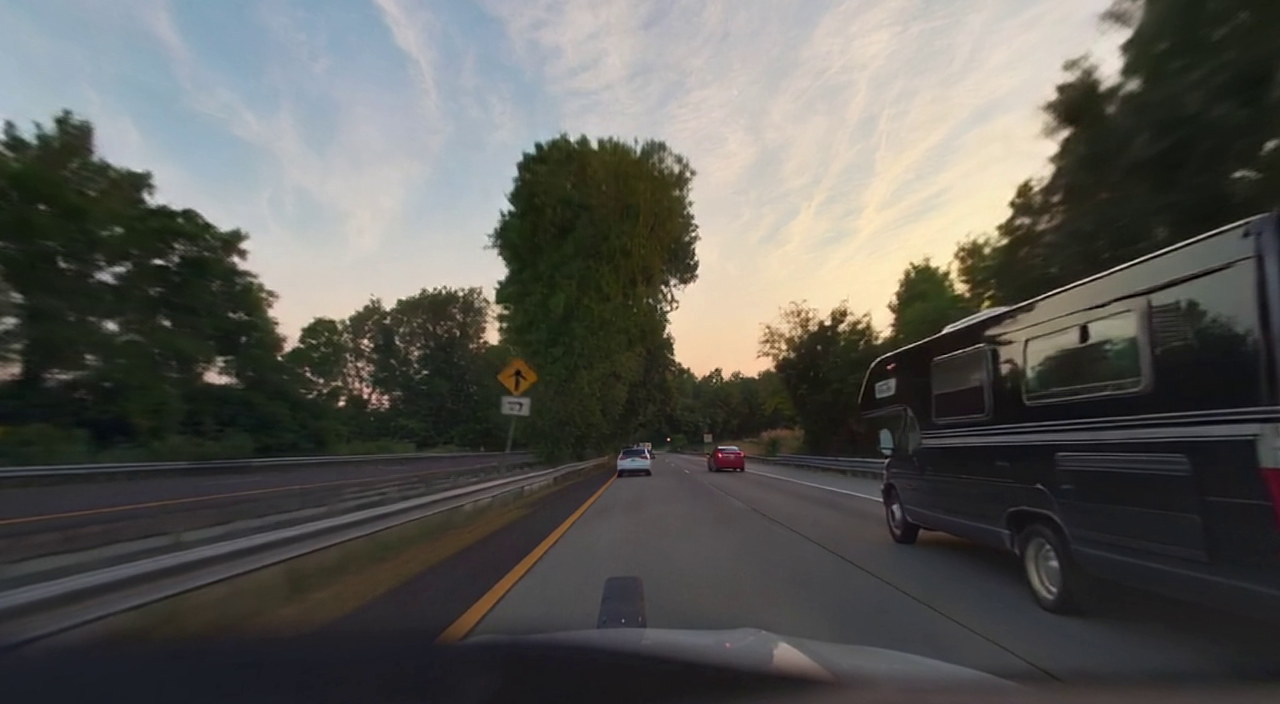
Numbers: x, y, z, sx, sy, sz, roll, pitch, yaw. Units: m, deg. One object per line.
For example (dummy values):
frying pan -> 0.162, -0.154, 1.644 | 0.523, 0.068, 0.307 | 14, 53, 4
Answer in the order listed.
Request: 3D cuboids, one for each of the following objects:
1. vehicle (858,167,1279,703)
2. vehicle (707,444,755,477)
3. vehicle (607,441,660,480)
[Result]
vehicle -> 4.719, 0.894, 6.010 | 2.745, 2.832, 7.035 | 1, -9, 0
vehicle -> 4.277, 5.174, 30.105 | 1.757, 1.459, 3.398 | 0, -9, -1
vehicle -> -0.259, 4.688, 27.399 | 2.120, 1.575, 4.018 | 0, -9, 0
